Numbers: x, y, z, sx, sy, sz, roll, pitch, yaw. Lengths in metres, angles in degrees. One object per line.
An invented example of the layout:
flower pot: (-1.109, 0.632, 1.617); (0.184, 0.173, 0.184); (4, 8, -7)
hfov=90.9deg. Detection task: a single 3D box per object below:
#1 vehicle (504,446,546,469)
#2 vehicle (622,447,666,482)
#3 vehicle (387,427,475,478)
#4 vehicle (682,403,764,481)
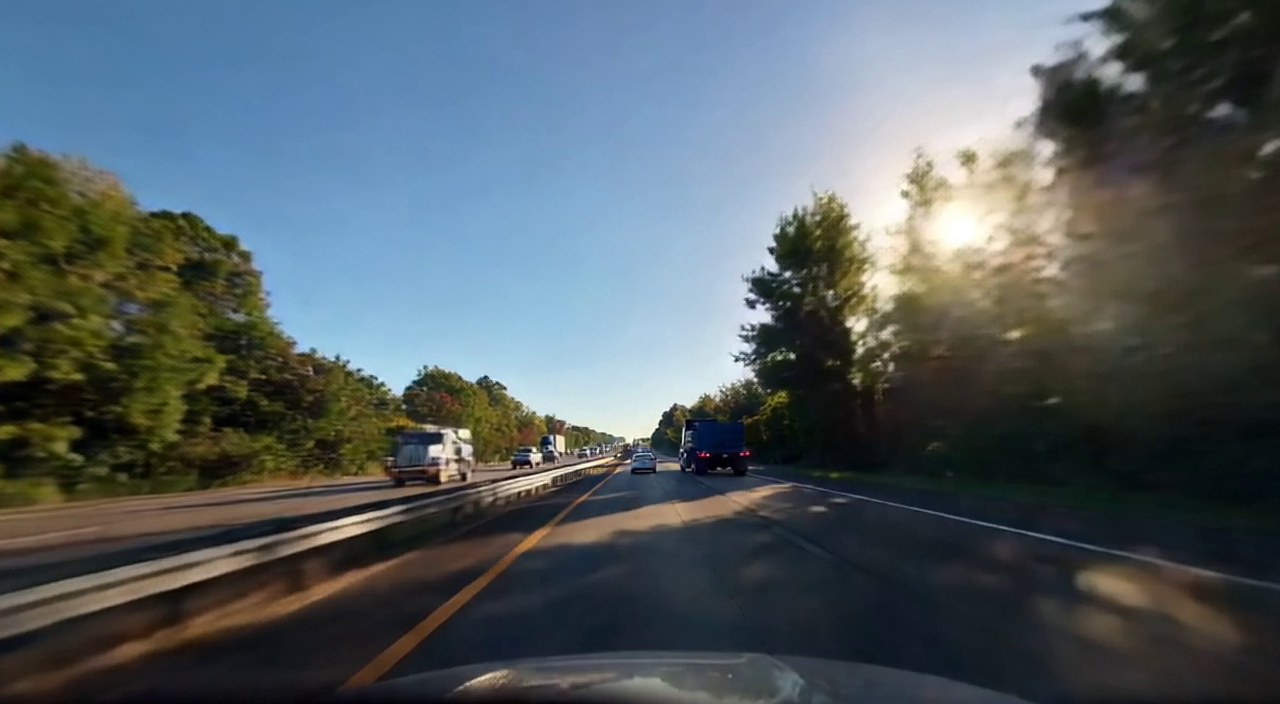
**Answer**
vehicle: (-7.943, 7.365, 43.980); (2.039, 1.492, 4.464); (-1, -9, 1)
vehicle: (0.181, 5.218, 29.517); (1.939, 1.495, 3.612); (-1, -9, 0)
vehicle: (-7.806, 3.825, 23.999); (1.952, 1.755, 4.079); (-1, -9, 0)
vehicle: (4.340, 5.223, 36.061); (2.885, 3.679, 12.102); (0, -9, -1)
